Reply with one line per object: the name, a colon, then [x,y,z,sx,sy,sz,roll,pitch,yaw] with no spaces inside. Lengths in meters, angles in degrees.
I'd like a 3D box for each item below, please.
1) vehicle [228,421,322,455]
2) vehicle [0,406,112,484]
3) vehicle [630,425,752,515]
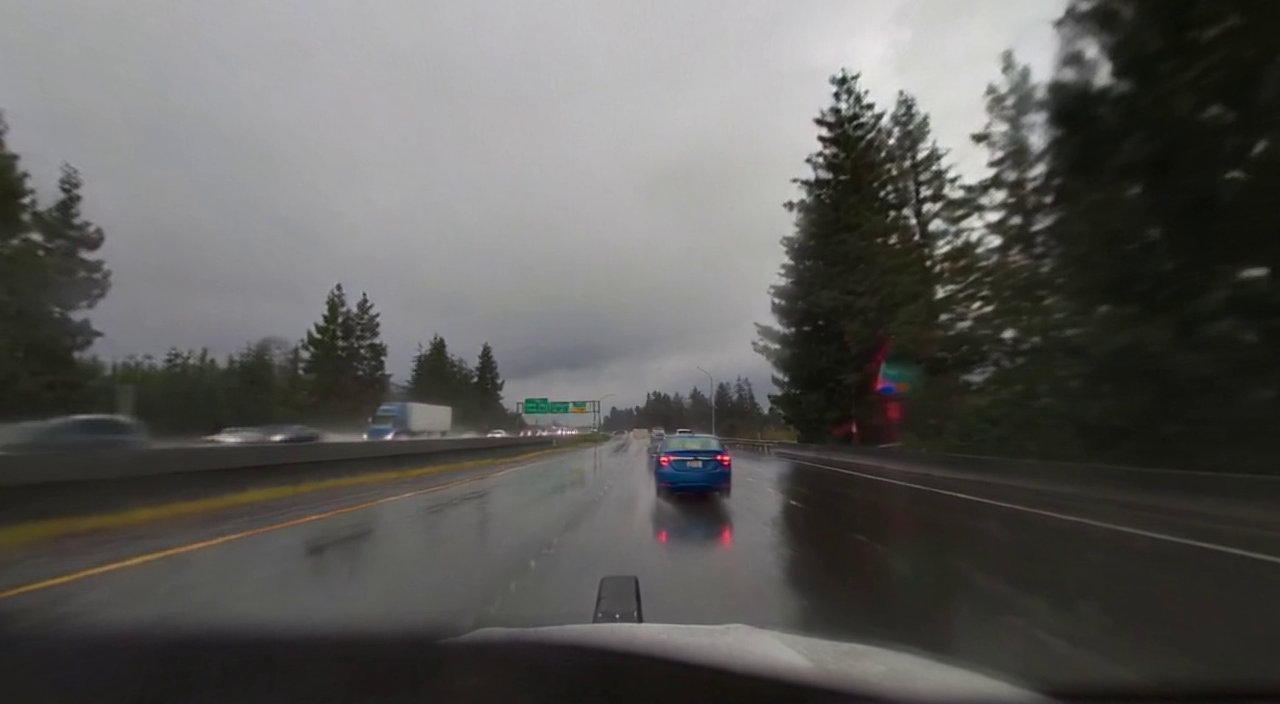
vehicle: [-16.992,4.044,29.596,1.826,1.487,4.089,0,-8,2]
vehicle: [-13.338,1.819,12.328,1.942,1.478,4.622,0,-8,1]
vehicle: [0.874,2.195,12.392,1.977,1.443,4.225,0,-8,1]
